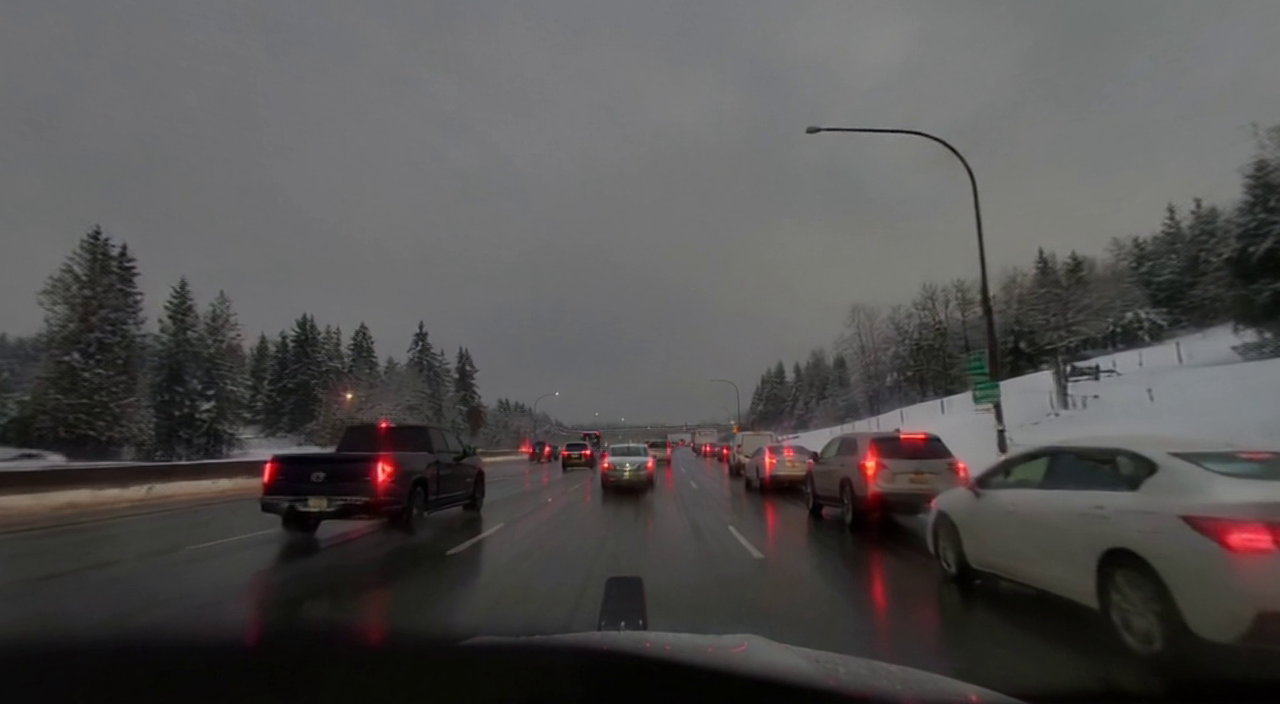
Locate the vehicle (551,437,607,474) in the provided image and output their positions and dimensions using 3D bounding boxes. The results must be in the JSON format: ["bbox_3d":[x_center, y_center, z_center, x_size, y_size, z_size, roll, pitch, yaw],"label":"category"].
[{"bbox_3d":[-2.985,5.195,31.911,2.153,1.726,4.546,-1,-8,3],"label":"vehicle"}]

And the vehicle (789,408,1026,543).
[{"bbox_3d":[4.086,1.974,10.712,2.003,1.778,4.658,0,-8,1],"label":"vehicle"}]

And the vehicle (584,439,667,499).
[{"bbox_3d":[-0.333,3.219,17.789,2.070,1.456,4.029,0,-8,1],"label":"vehicle"}]

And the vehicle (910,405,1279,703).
[{"bbox_3d":[3.804,1.204,4.342,1.940,1.475,4.328,0,-8,0],"label":"vehicle"}]

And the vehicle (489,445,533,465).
[{"bbox_3d":[-9.709,7.744,47.698,1.903,1.460,4.958,-1,-8,5],"label":"vehicle"}]

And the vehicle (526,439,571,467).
[{"bbox_3d":[-5.993,6.675,41.805,2.023,1.693,4.386,-1,-8,3],"label":"vehicle"}]

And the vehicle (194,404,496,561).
[{"bbox_3d":[-4.081,1.930,10.191,2.110,1.811,5.585,0,-8,1],"label":"vehicle"}]
